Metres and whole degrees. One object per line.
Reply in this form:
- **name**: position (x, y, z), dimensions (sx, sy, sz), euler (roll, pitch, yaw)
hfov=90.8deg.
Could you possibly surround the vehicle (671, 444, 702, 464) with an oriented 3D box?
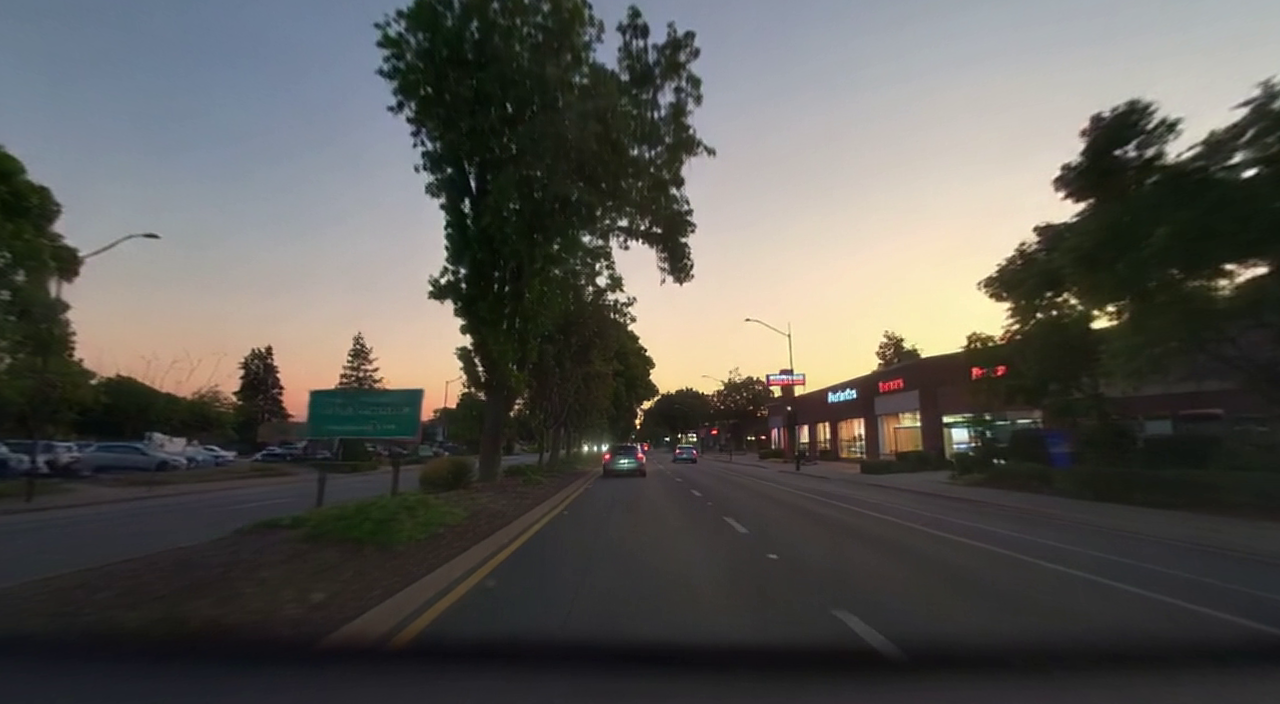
- **vehicle**: position (3.551, 7.899, 48.970), dimensions (1.910, 1.474, 4.003), euler (0, -9, -2)

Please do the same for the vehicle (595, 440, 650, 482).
- **vehicle**: position (-0.633, 4.212, 24.677), dimensions (2.006, 1.487, 3.535), euler (0, -9, 0)
